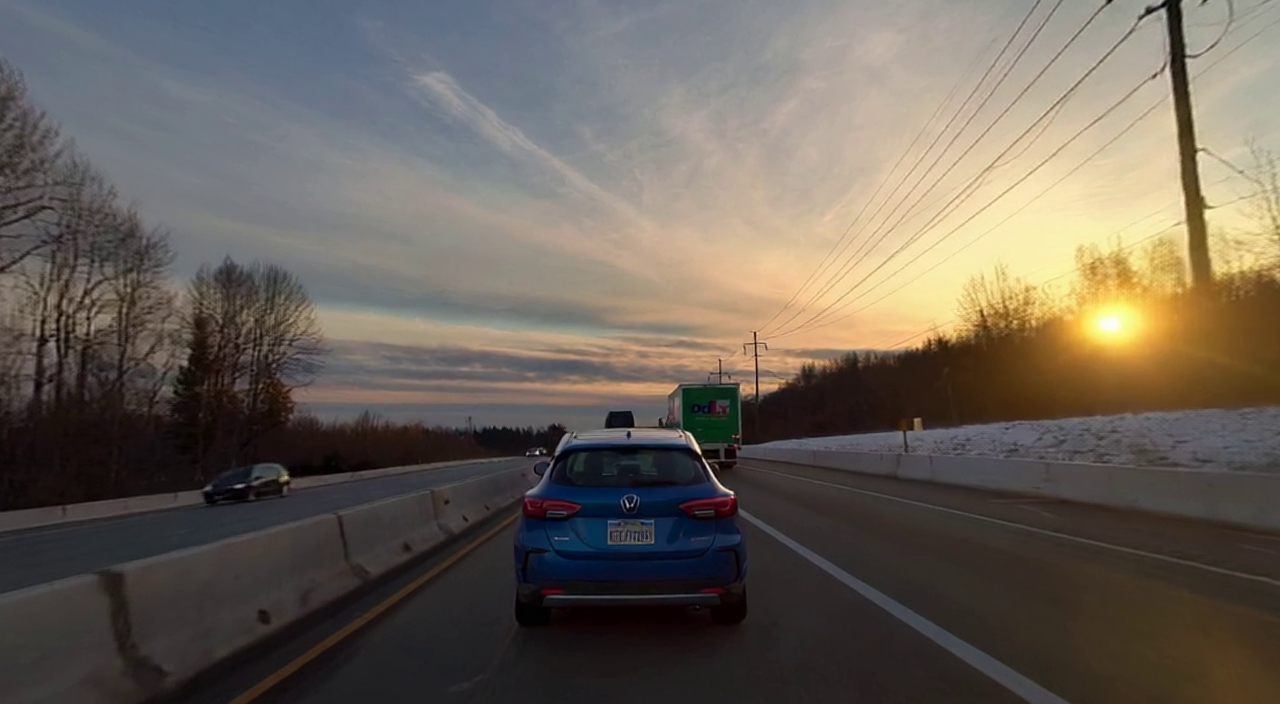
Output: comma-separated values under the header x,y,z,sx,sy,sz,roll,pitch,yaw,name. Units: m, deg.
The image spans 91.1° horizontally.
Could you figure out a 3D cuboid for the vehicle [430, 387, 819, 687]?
x,y,z,sx,sy,sz,roll,pitch,yaw,name
-0.133,1.255,5.384,2.062,1.581,3.914,0,-8,-2,vehicle
